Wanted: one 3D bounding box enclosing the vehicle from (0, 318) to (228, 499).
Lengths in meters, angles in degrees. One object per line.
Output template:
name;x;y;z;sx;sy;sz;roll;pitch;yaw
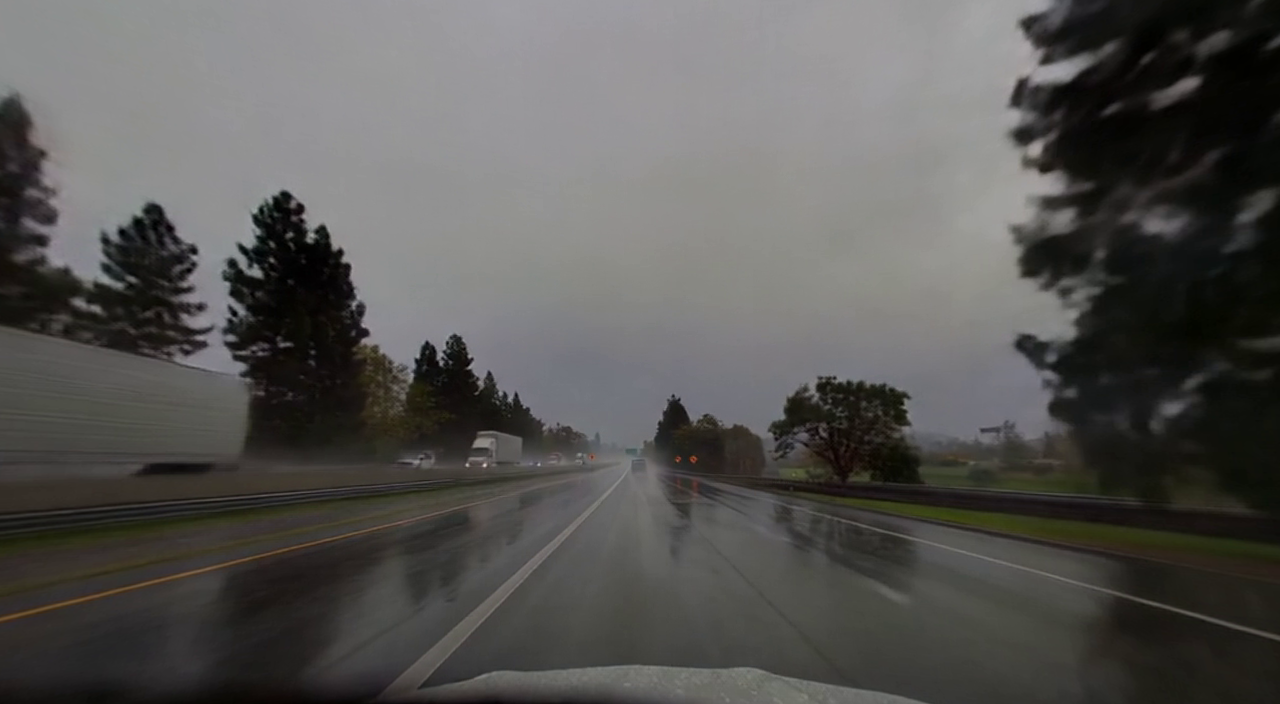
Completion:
vehicle;-15.907;1.387;14.861;2.901;4.018;14.126;1;-10;0

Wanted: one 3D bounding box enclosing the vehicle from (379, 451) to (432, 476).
vehicle;-15.983;7.676;43.232;1.889;1.586;4.435;1;-10;0
